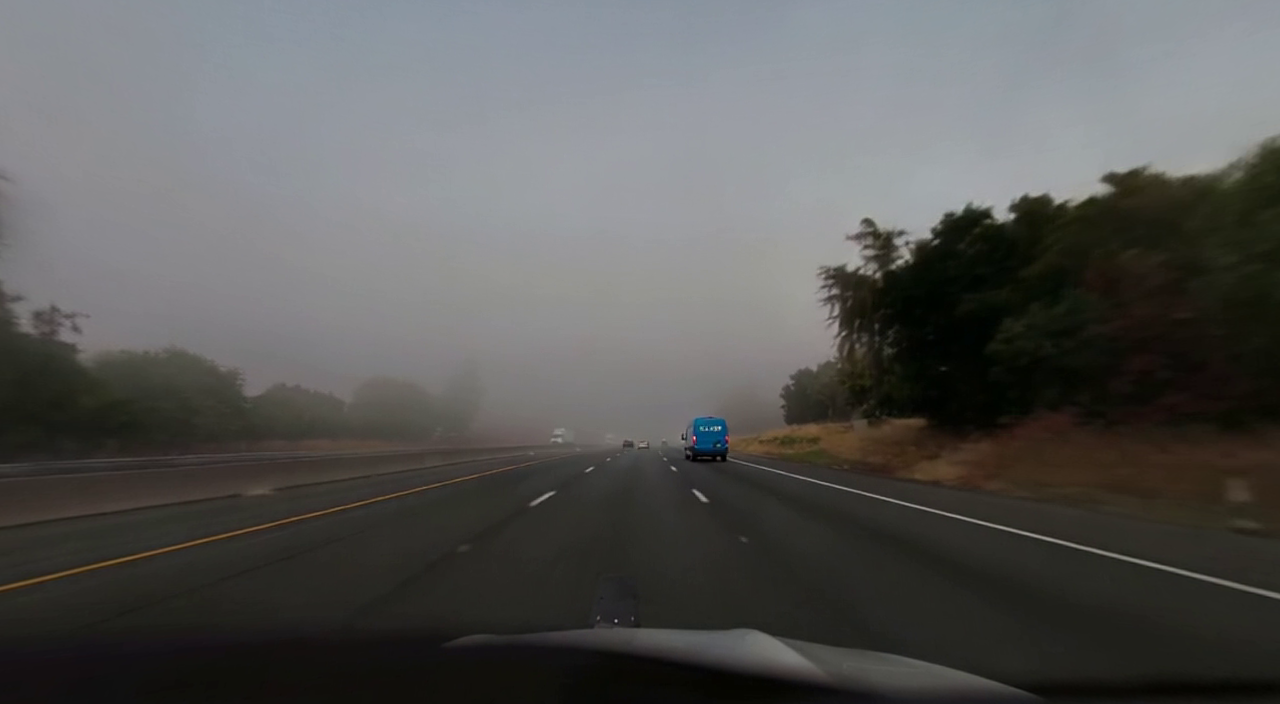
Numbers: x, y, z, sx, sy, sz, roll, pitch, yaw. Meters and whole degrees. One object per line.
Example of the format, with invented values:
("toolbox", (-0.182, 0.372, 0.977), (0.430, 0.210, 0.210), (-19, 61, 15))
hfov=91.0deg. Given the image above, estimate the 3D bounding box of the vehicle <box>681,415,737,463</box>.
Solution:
("vehicle", (3.899, 5.096, 36.794), (2.485, 2.562, 5.535), (0, -8, -1))
